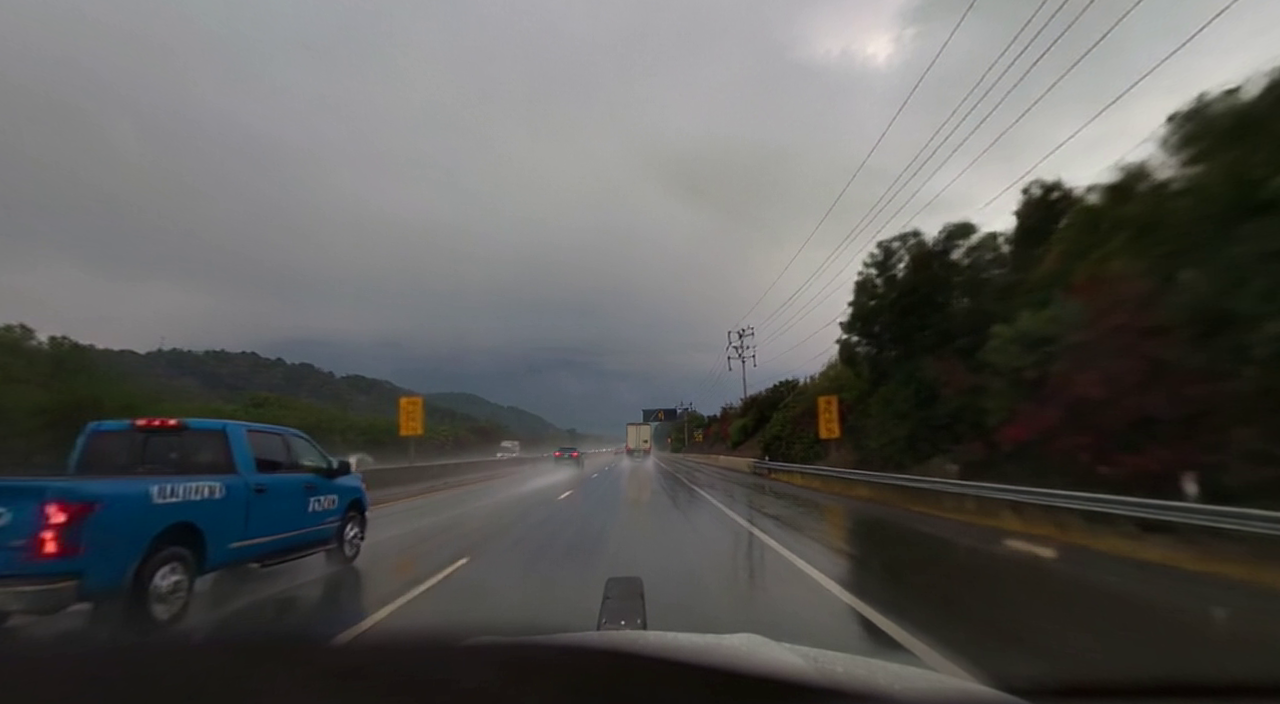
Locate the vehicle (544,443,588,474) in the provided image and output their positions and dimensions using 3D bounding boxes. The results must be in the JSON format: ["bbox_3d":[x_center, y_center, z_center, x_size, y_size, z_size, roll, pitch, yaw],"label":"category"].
[{"bbox_3d":[-4.400,6.406,38.092,2.111,1.735,4.066,0,-9,0],"label":"vehicle"}]

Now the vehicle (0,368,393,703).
[{"bbox_3d":[-3.962,1.230,4.876,2.049,1.697,4.998,0,-9,0],"label":"vehicle"}]
